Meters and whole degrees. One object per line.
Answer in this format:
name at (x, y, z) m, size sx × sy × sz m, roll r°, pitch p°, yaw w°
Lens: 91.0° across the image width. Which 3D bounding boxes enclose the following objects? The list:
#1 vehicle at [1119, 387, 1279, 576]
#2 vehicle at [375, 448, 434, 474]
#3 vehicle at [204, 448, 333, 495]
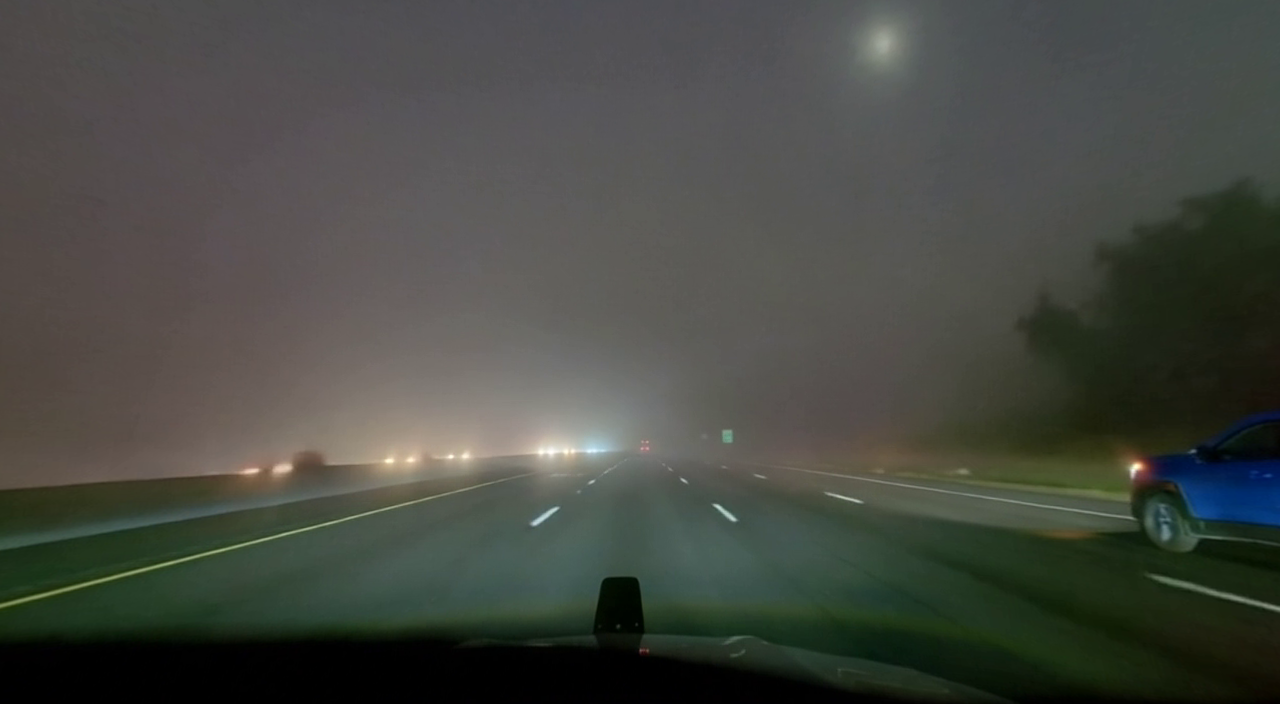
vehicle at (7.392, 1.184, 5.618) m, size 2.186 × 1.848 × 5.136 m, roll 0°, pitch -8°, yaw 1°
vehicle at (-15.246, 7.049, 41.021) m, size 1.889 × 1.552 × 4.643 m, roll -1°, pitch -9°, yaw 2°
vehicle at (-13.303, 4.267, 22.950) m, size 1.906 × 1.517 × 4.477 m, roll 0°, pitch -9°, yaw 1°
